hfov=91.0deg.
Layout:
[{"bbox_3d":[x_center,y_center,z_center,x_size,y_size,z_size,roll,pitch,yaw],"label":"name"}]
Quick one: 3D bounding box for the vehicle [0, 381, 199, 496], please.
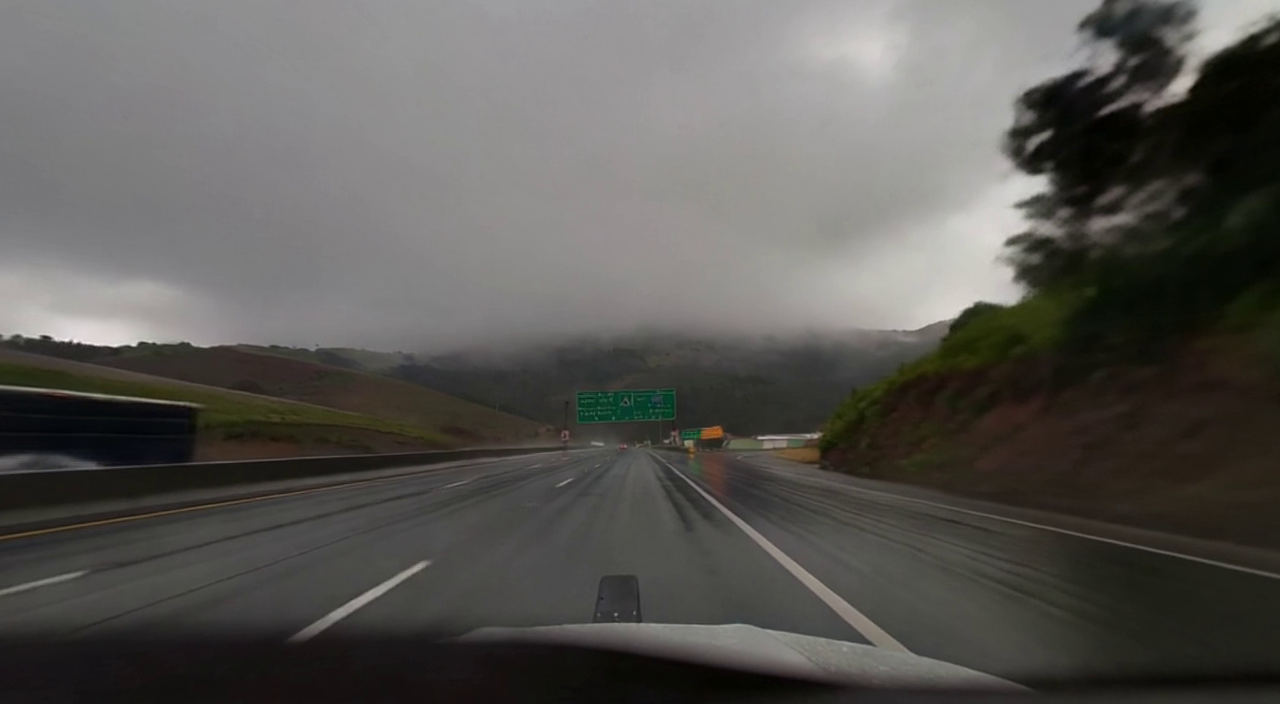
[{"bbox_3d":[-24.265,3.425,24.787,2.910,4.051,15.366,0,-8,-1],"label":"vehicle"}]
